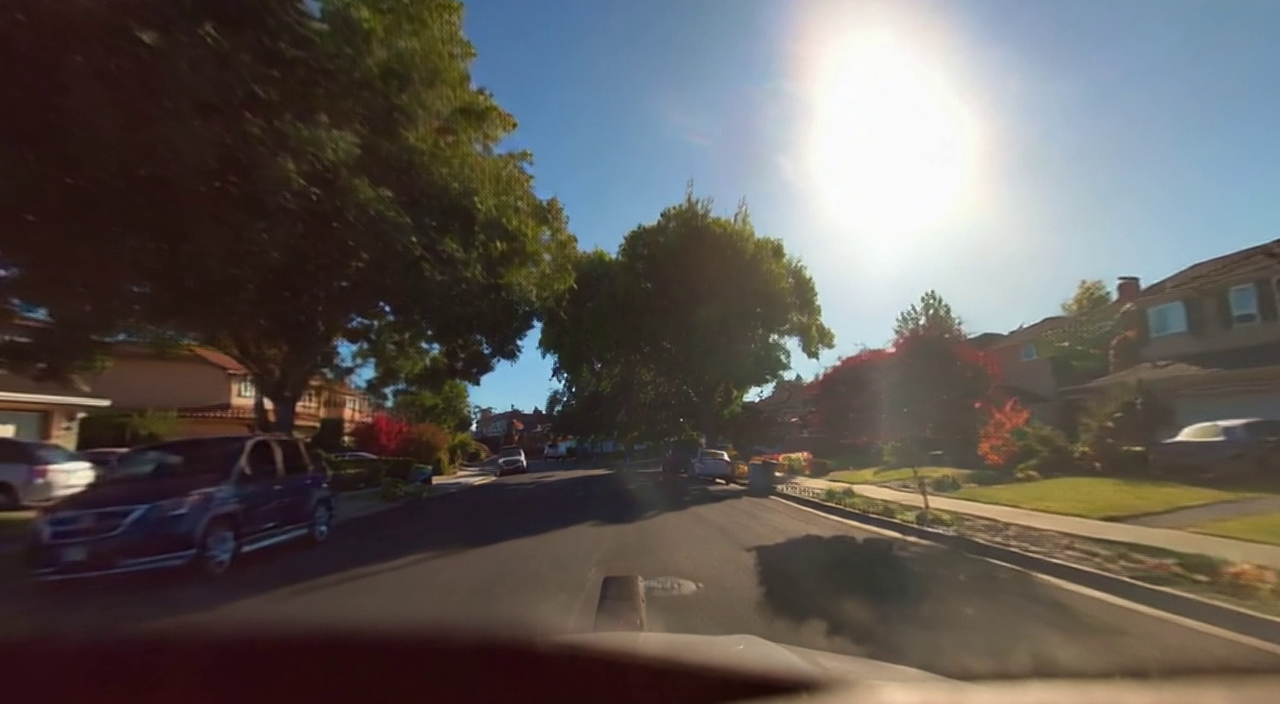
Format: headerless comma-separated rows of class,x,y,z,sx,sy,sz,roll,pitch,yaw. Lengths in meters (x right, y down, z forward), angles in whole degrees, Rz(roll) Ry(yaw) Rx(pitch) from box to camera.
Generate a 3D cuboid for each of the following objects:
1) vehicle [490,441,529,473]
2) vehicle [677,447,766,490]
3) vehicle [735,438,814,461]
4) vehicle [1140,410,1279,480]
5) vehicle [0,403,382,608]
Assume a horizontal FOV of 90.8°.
vehicle,-8.344,6.644,40.225,1.976,1.855,4.299,3,-8,-16
vehicle,2.997,4.414,24.353,1.984,1.437,4.726,1,-9,-11
vehicle,9.117,6.560,42.801,4.940,1.477,2.015,3,-8,-21
vehicle,14.414,2.184,14.885,4.488,1.454,1.944,3,-9,-20
vehicle,-5.411,1.743,8.284,2.215,1.859,4.765,1,-8,-3
